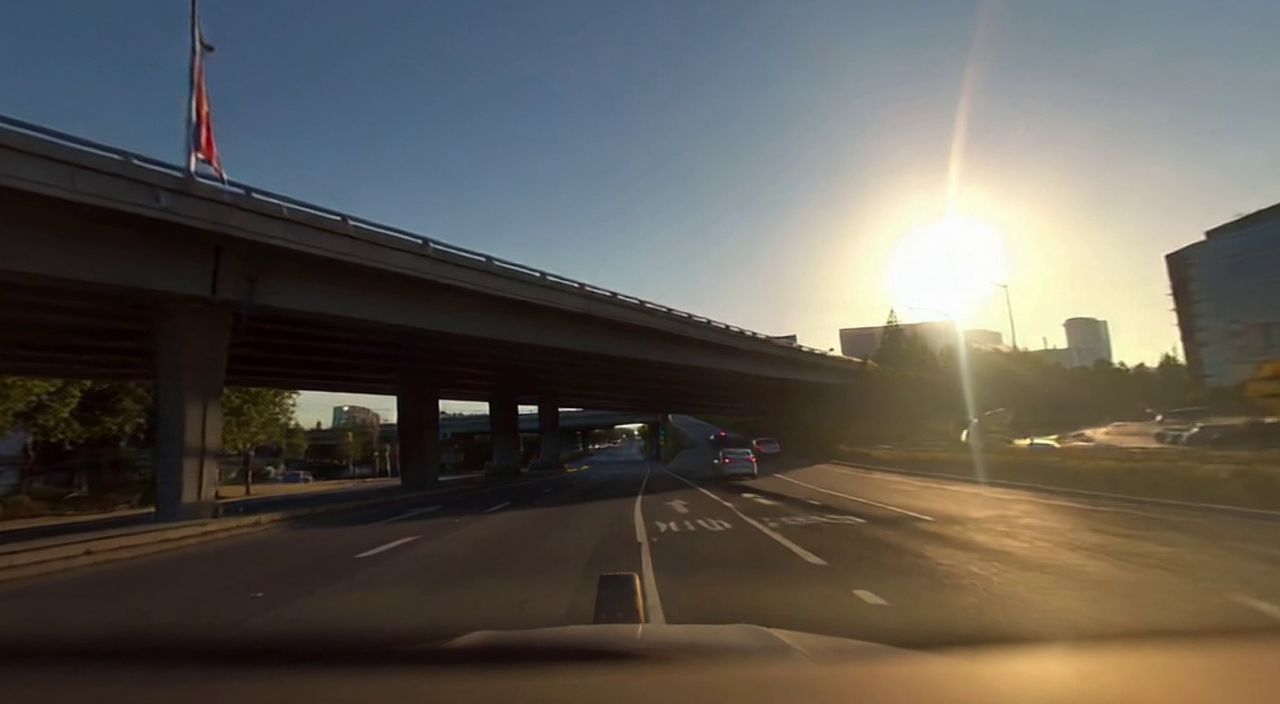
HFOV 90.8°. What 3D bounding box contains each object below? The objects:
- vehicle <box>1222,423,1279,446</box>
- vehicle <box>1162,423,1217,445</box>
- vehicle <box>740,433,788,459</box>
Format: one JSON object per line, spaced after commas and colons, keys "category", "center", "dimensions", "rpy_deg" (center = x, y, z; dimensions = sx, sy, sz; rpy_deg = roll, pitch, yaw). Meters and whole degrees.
{"category": "vehicle", "center": [41.523, 5.516, 42.084], "dimensions": [3.580, 1.433, 1.872], "rpy_deg": [0, -9, 0]}
{"category": "vehicle", "center": [42.566, 6.386, 48.922], "dimensions": [3.934, 1.573, 1.856], "rpy_deg": [5, -10, -29]}
{"category": "vehicle", "center": [7.608, 5.803, 39.016], "dimensions": [2.048, 1.516, 3.874], "rpy_deg": [0, -8, -2]}
